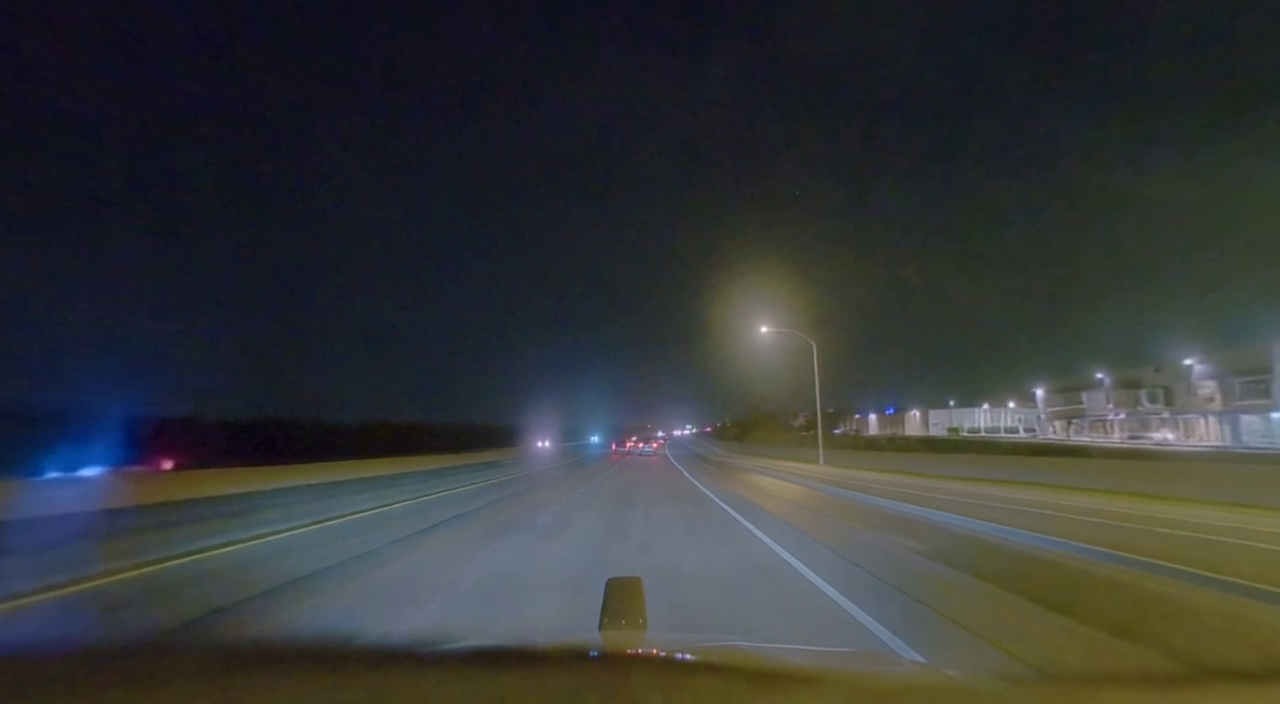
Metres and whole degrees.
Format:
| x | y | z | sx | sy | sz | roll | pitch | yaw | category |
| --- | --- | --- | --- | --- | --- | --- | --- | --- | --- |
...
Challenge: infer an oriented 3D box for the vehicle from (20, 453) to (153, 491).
| x | y | z | sx | sy | sz | roll | pitch | yaw | category |
| --- | --- | --- | --- | --- | --- | --- | --- | --- | --- |
| -24.534 | 5.314 | 28.218 | 1.755 | 1.468 | 4.571 | -1 | -9 | 1 | vehicle |
